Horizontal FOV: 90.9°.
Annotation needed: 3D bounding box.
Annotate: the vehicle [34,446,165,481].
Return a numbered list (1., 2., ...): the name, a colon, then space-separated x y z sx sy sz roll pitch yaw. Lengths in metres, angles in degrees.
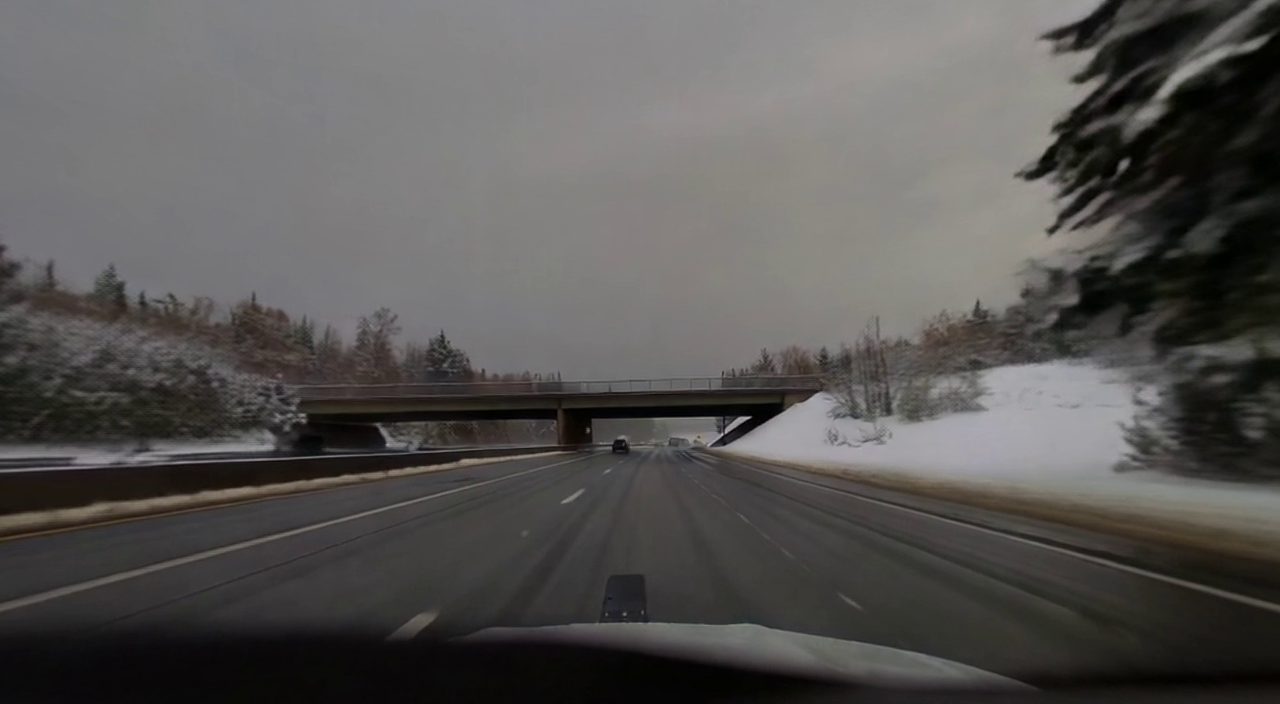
1. vehicle: -24.256 4.997 28.556 1.869 1.454 4.509 0 -9 1
